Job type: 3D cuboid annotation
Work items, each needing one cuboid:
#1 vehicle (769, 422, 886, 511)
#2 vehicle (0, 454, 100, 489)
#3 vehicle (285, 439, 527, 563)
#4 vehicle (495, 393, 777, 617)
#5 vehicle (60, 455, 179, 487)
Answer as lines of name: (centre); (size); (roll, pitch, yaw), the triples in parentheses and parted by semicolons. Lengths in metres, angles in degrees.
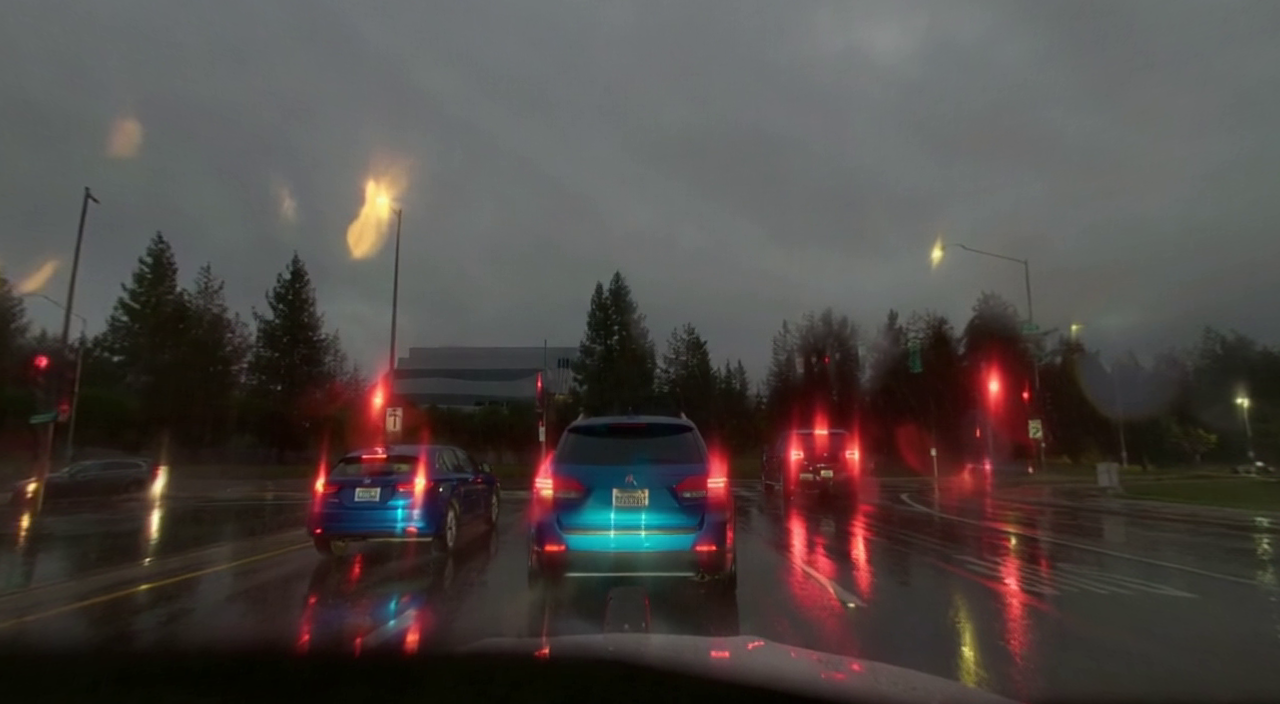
vehicle: (4.815, 2.999, 16.907); (2.084, 2.053, 4.073); (-1, -8, 4)
vehicle: (-27.028, 5.279, 27.963); (4.198, 1.444, 1.765); (2, -9, -15)
vehicle: (-3.190, 2.097, 9.760); (1.913, 1.453, 4.413); (0, -8, 2)
vehicle: (-0.025, 1.518, 7.173); (2.203, 1.757, 4.286); (0, -8, 0)
vehicle: (-25.991, 5.946, 31.609); (4.140, 1.444, 1.742); (2, -9, -15)
